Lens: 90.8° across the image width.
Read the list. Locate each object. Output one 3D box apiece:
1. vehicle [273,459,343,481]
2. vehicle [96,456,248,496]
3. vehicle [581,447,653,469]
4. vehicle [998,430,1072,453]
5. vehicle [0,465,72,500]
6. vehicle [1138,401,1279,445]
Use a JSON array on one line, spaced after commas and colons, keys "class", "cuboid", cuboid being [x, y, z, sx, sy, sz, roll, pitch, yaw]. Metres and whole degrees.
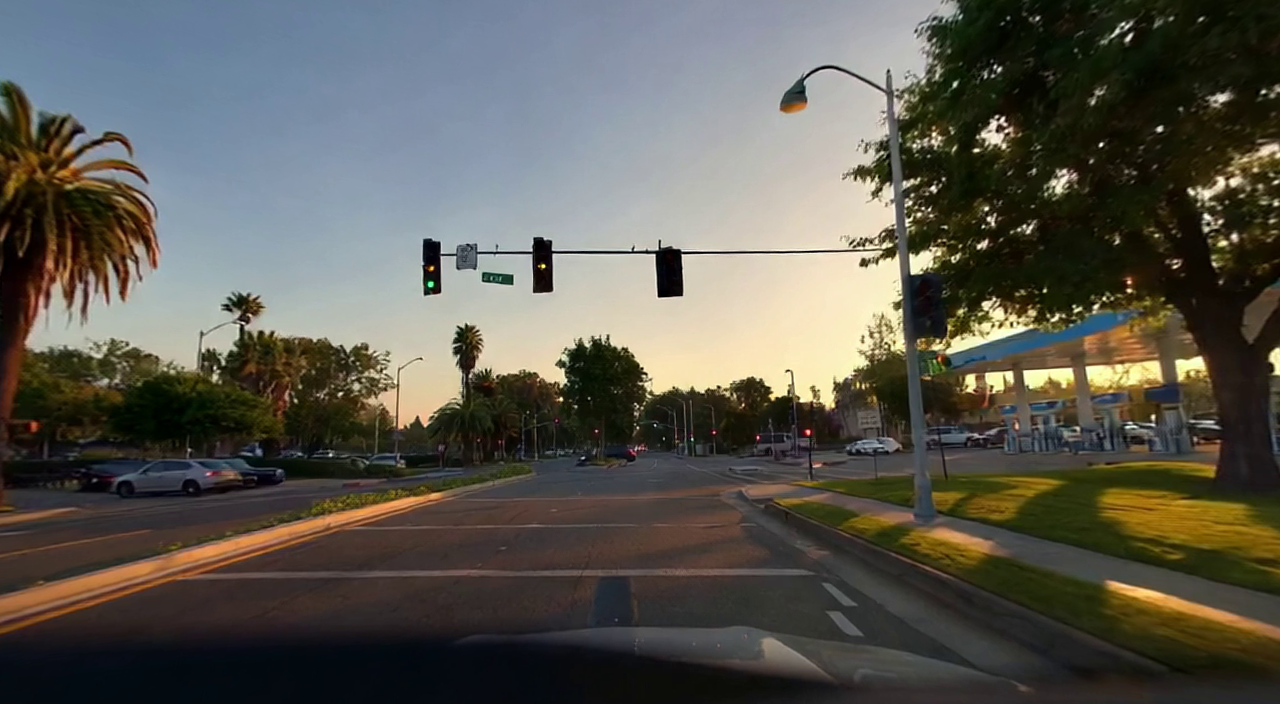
[{"class": "vehicle", "cuboid": [-25.591, 9.113, 48.772, 4.407, 1.565, 1.861, 0, -9, 2]}, {"class": "vehicle", "cuboid": [-19.473, 5.166, 26.456, 4.758, 1.542, 1.941, 0, -9, -1]}, {"class": "vehicle", "cuboid": [-1.646, 7.526, 45.074, 4.763, 1.496, 1.920, 3, -9, -22]}, {"class": "vehicle", "cuboid": [30.384, 6.880, 48.663, 4.286, 1.519, 2.070, -2, -9, -3]}, {"class": "vehicle", "cuboid": [-37.741, 7.878, 38.342, 2.061, 1.808, 5.607, 2, -9, -11]}, {"class": "vehicle", "cuboid": [42.860, 5.377, 47.394, 8.366, 3.165, 2.720, 0, -8, 1]}]
